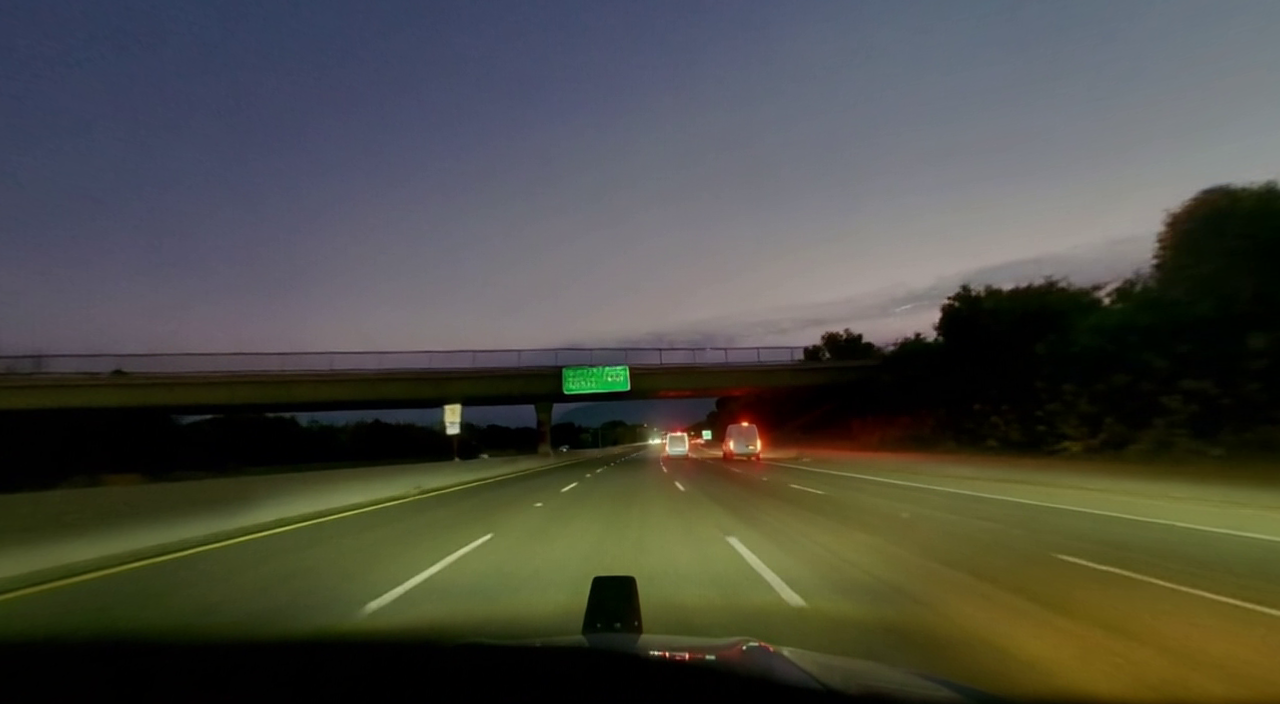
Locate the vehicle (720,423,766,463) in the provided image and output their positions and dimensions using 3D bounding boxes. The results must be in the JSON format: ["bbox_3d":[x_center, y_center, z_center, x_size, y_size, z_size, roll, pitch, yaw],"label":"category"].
[{"bbox_3d":[7.614,6.848,47.280,2.379,2.819,6.294,0,-8,0],"label":"vehicle"}]
